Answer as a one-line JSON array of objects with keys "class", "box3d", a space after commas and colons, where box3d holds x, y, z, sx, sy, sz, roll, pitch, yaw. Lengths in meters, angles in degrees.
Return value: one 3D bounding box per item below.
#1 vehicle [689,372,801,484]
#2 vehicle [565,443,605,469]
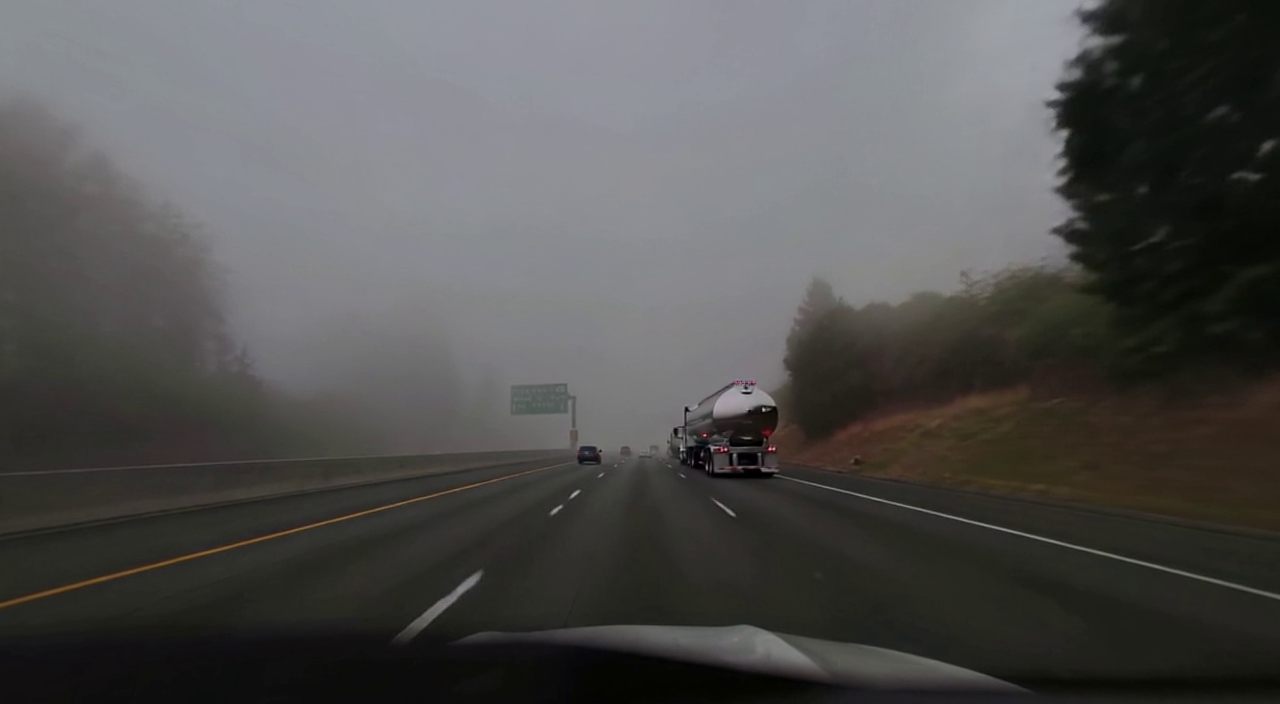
[{"class": "vehicle", "box3d": [3.881, 3.239, 25.904, 2.759, 3.734, 9.708, 0, -9, -1]}, {"class": "vehicle", "box3d": [-3.306, 6.308, 38.508, 1.986, 1.458, 4.506, 0, -9, 1]}]
